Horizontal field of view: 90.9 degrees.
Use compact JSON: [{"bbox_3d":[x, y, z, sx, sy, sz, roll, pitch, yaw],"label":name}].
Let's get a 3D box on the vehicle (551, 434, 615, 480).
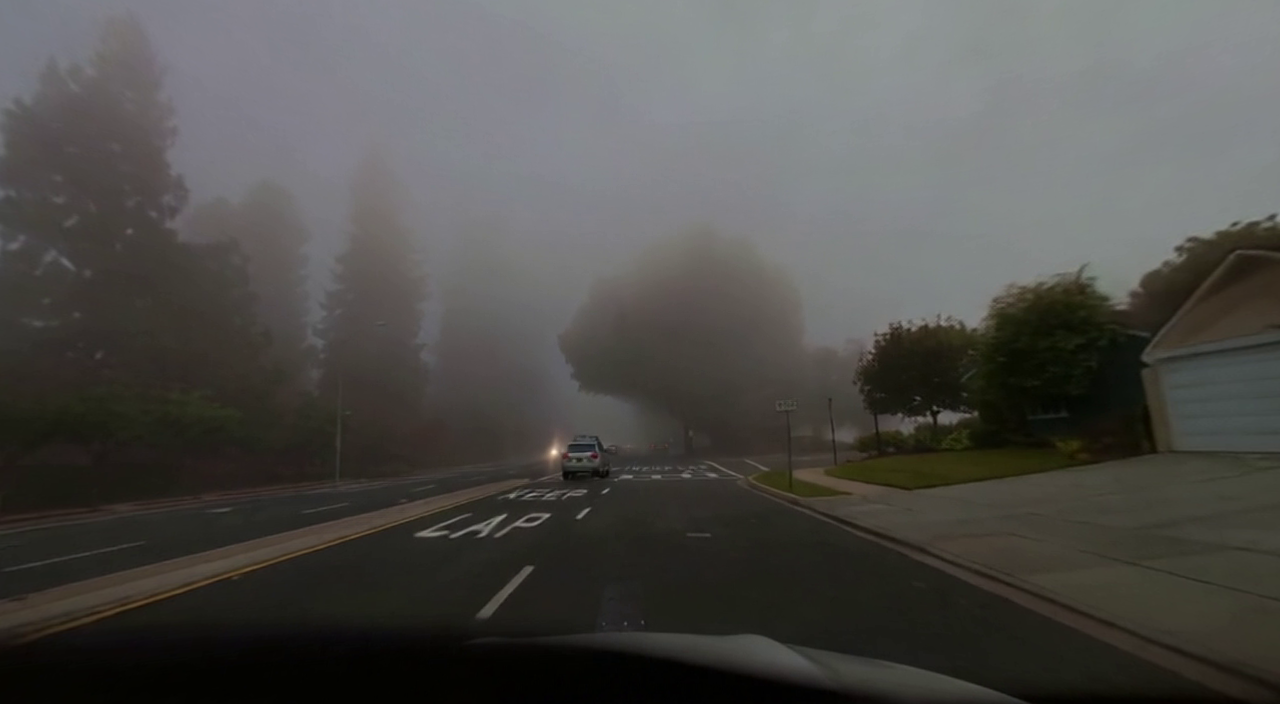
[{"bbox_3d":[-2.312,4.405,26.703,2.190,1.766,4.394,0,-8,2],"label":"vehicle"}]
